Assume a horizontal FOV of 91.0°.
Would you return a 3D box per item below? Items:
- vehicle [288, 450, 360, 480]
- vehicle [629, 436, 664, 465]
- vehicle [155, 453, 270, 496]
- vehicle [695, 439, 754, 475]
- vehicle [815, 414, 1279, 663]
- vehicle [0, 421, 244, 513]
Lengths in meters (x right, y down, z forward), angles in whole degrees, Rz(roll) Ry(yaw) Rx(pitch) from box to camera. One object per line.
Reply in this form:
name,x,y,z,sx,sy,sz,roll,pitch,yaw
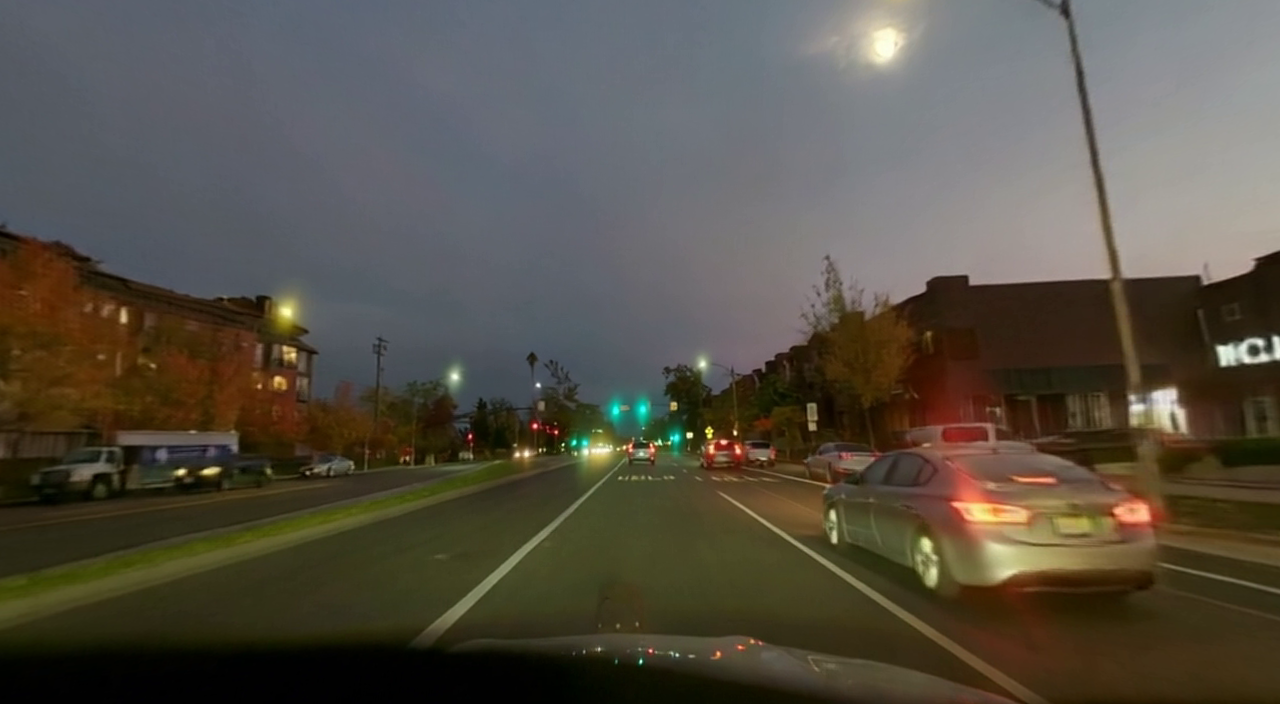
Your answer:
vehicle,-21.745,7.774,43.643,2.142,1.900,5.489,0,-9,0
vehicle,0.442,6.810,43.459,2.239,1.856,4.815,0,-8,0
vehicle,-18.651,5.335,27.766,1.962,1.691,4.328,0,-9,1
vehicle,3.860,4.870,29.470,2.178,1.546,4.311,0,-8,0
vehicle,3.361,1.473,6.158,1.977,1.498,4.521,0,-8,0
vehicle,-22.027,4.867,27.579,2.961,3.271,9.547,0,-9,1
